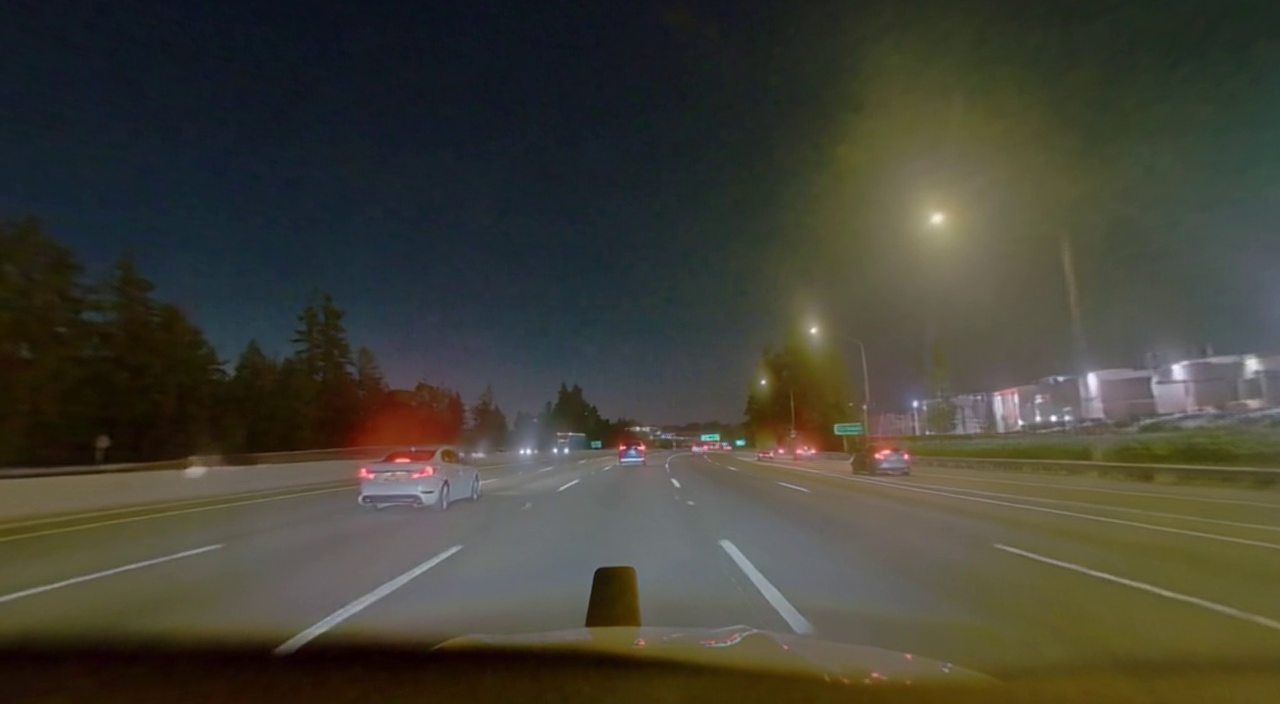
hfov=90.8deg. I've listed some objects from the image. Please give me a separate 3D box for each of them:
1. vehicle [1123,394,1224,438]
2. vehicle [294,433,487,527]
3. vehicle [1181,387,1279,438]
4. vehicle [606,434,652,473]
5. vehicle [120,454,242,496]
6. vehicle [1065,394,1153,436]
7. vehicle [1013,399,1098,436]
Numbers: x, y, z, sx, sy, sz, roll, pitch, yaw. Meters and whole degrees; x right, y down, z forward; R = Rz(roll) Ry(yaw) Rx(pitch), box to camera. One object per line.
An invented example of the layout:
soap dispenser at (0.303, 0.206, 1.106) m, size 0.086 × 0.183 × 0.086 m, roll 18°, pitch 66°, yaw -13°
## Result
vehicle at (22.338, 2.712, 26.430) m, size 4.068 × 1.664 × 1.917 m, roll 6°, pitch -9°, yaw -31°
vehicle at (-4.569, 2.405, 12.467) m, size 1.907 × 1.483 × 4.562 m, roll 0°, pitch -9°, yaw 0°
vehicle at (22.391, 2.346, 23.716) m, size 4.353 × 1.698 × 2.034 m, roll 6°, pitch -11°, yaw -36°
vehicle at (-0.503, 5.313, 33.276) m, size 2.155 × 1.856 × 4.796 m, roll -1°, pitch -9°, yaw 2°
vehicle at (-18.073, 4.829, 25.134) m, size 1.822 × 1.472 × 3.879 m, roll -1°, pitch -9°, yaw 2°
vehicle at (21.739, 2.990, 29.228) m, size 4.418 × 1.698 × 2.046 m, roll 7°, pitch -11°, yaw -38°
vehicle at (21.649, 3.473, 32.867) m, size 4.431 × 1.699 × 2.022 m, roll 6°, pitch -10°, yaw -34°
